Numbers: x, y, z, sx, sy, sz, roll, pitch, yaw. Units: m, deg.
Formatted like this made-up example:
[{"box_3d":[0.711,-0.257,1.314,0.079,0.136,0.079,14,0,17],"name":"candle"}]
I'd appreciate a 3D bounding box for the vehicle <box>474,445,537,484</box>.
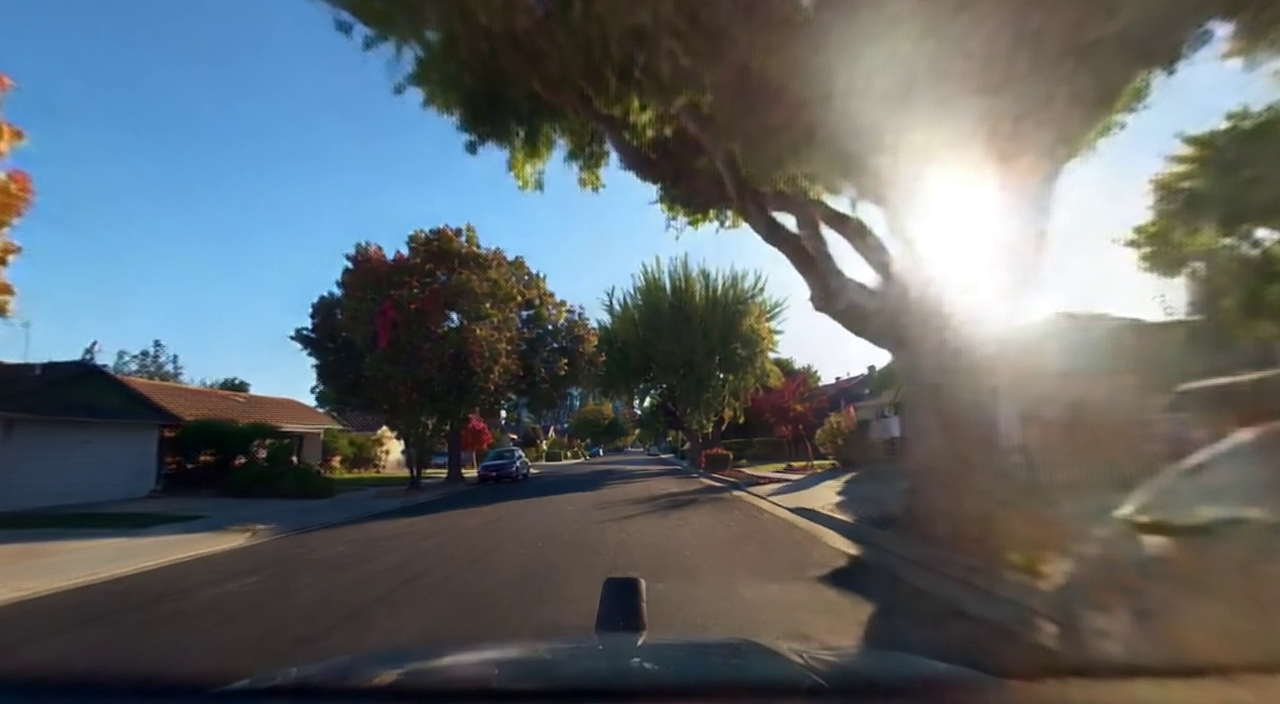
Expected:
[{"box_3d":[-6.590,5.558,31.570,2.078,1.745,5.119,0,-9,-1],"name":"vehicle"}]
